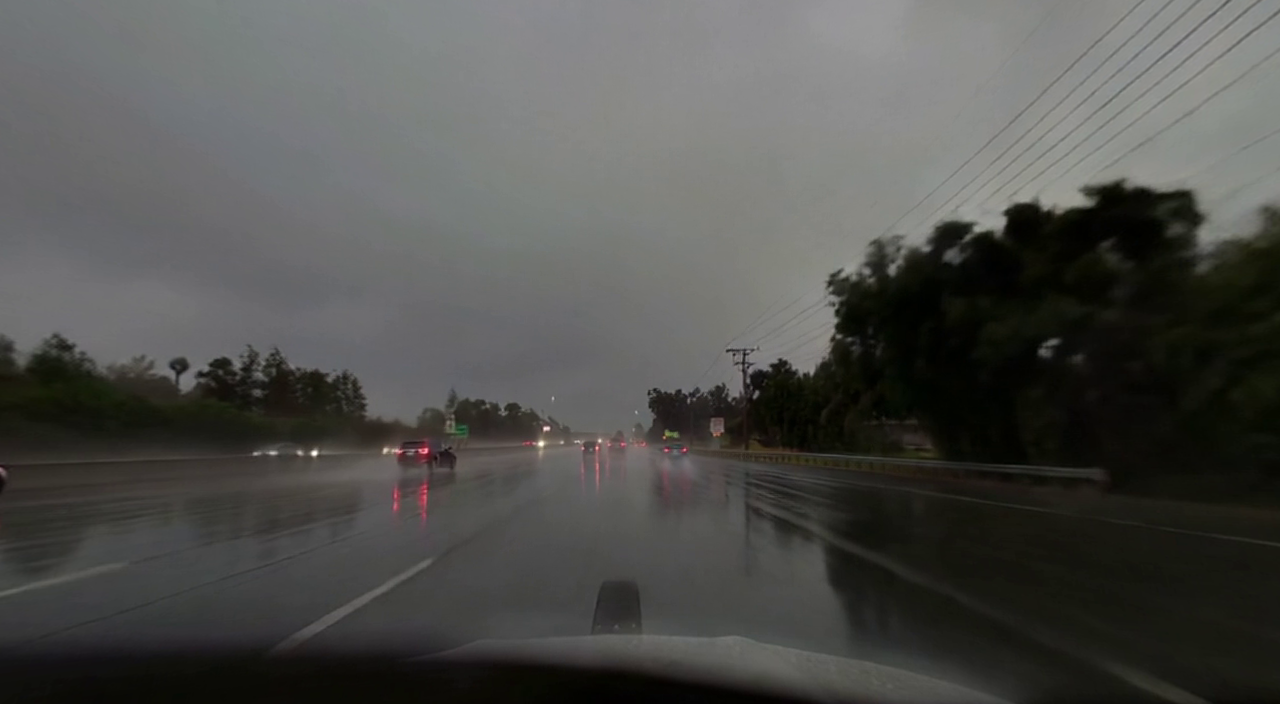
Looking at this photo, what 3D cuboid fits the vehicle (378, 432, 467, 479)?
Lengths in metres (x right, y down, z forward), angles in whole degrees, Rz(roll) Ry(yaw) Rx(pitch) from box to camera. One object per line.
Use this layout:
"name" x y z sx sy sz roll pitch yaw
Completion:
"vehicle" -9.219 4.456 27.341 2.115 1.799 5.444 0 -9 -2

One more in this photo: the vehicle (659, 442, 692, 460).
"vehicle" 2.713 7.727 49.405 2.015 1.391 3.897 1 -9 -5
